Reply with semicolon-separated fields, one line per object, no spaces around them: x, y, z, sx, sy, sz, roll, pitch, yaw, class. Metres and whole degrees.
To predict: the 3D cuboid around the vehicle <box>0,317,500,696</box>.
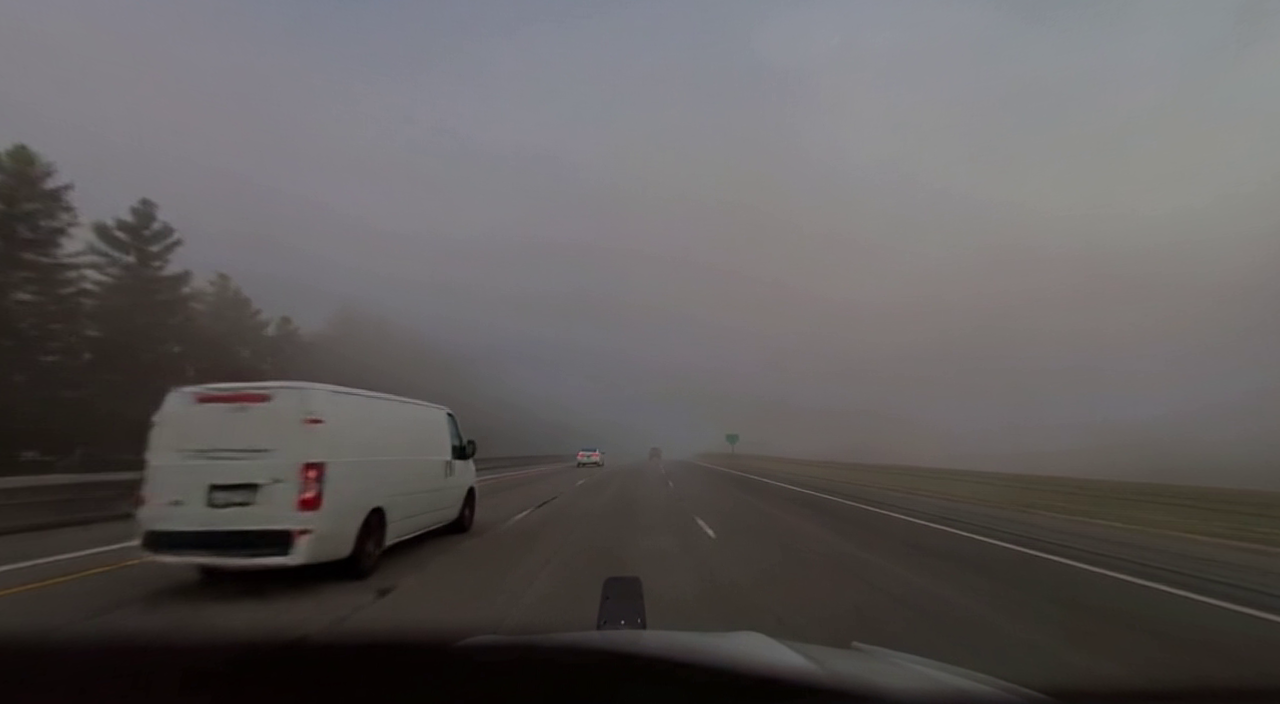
-3.077;1.197;5.932;2.219;2.033;4.911;-1;-9;2;vehicle

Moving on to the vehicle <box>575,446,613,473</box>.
-2.812;6.694;39.359;1.959;1.571;4.313;-1;-9;1;vehicle
